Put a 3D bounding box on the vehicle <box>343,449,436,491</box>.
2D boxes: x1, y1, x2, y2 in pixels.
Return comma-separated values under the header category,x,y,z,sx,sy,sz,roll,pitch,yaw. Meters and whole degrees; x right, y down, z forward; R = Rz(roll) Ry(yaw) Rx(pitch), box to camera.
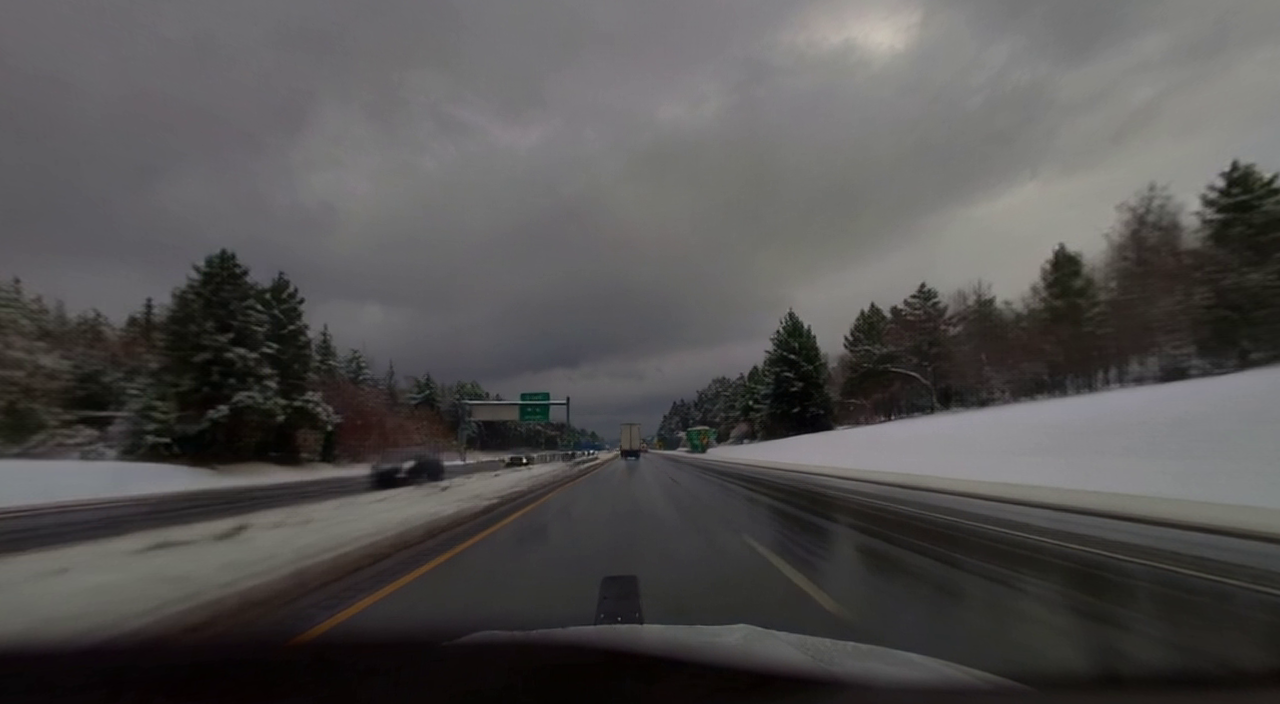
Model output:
category,x,y,z,sx,sy,sz,roll,pitch,yaw
vehicle,-10.044,4.720,25.520,1.930,1.526,4.458,0,-9,0
